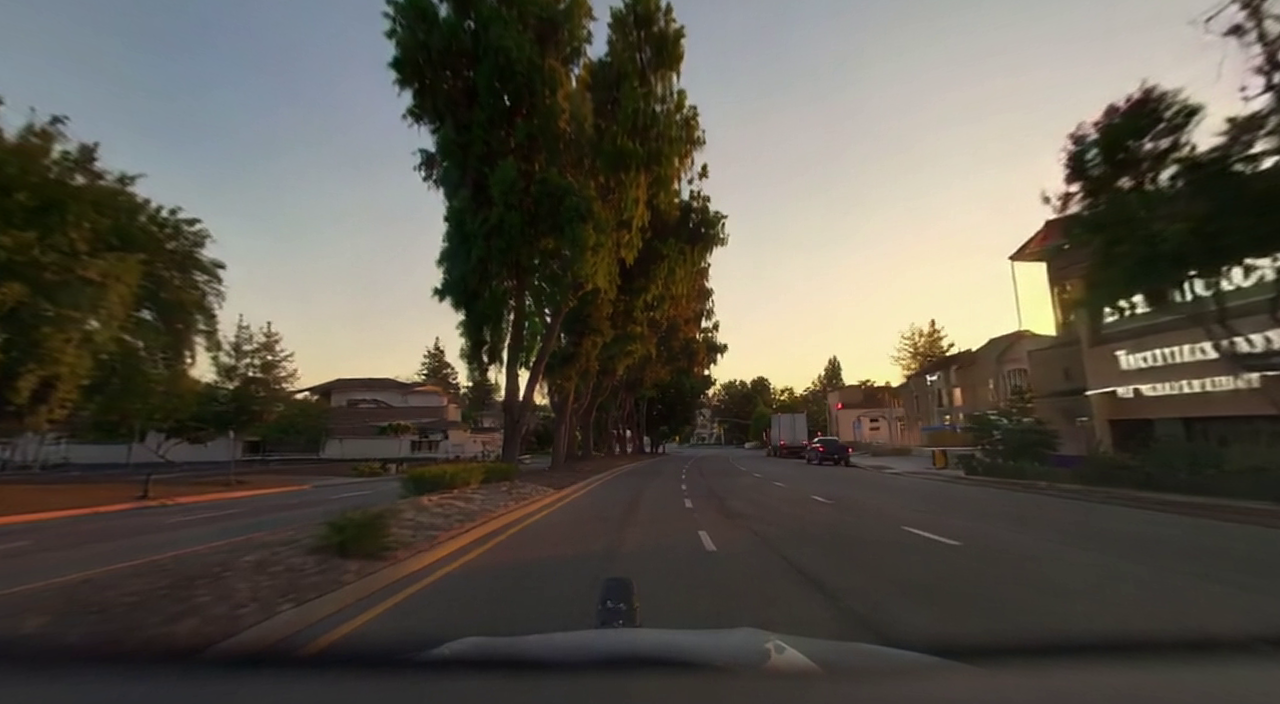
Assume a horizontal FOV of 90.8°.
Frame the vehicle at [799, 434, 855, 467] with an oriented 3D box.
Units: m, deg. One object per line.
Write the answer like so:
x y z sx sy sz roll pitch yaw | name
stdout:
11.807 6.256 40.320 2.200 1.944 5.935 -1 -9 5 | vehicle
